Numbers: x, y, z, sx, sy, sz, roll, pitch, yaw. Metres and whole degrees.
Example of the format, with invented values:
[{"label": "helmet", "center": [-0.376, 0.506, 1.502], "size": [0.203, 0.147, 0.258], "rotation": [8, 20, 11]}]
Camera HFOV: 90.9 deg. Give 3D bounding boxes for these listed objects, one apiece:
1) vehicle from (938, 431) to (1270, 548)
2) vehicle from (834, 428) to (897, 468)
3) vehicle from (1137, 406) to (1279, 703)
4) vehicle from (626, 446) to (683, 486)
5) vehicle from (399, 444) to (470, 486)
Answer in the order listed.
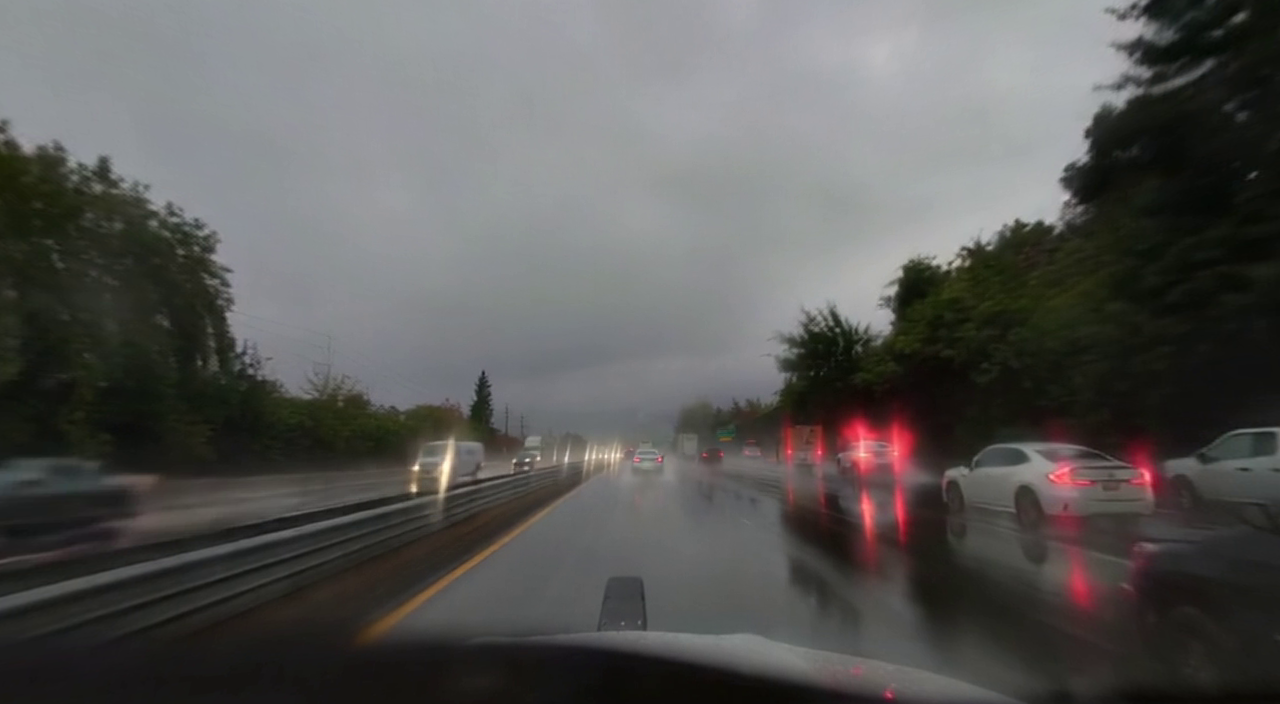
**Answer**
[{"label": "vehicle", "center": [7.200, 2.163, 10.639], "size": [1.977, 1.502, 4.670], "rotation": [0, -9, -1]}, {"label": "vehicle", "center": [14.851, 6.363, 41.828], "size": [2.115, 2.446, 5.323], "rotation": [0, -9, 0]}, {"label": "vehicle", "center": [3.699, 0.740, 1.168], "size": [2.029, 1.475, 4.279], "rotation": [0, -9, 0]}, {"label": "vehicle", "center": [0.551, 4.690, 26.243], "size": [2.177, 1.520, 4.278], "rotation": [0, -9, 0]}, {"label": "vehicle", "center": [-10.992, 6.054, 34.139], "size": [2.132, 2.054, 5.061], "rotation": [0, -9, -1]}]
